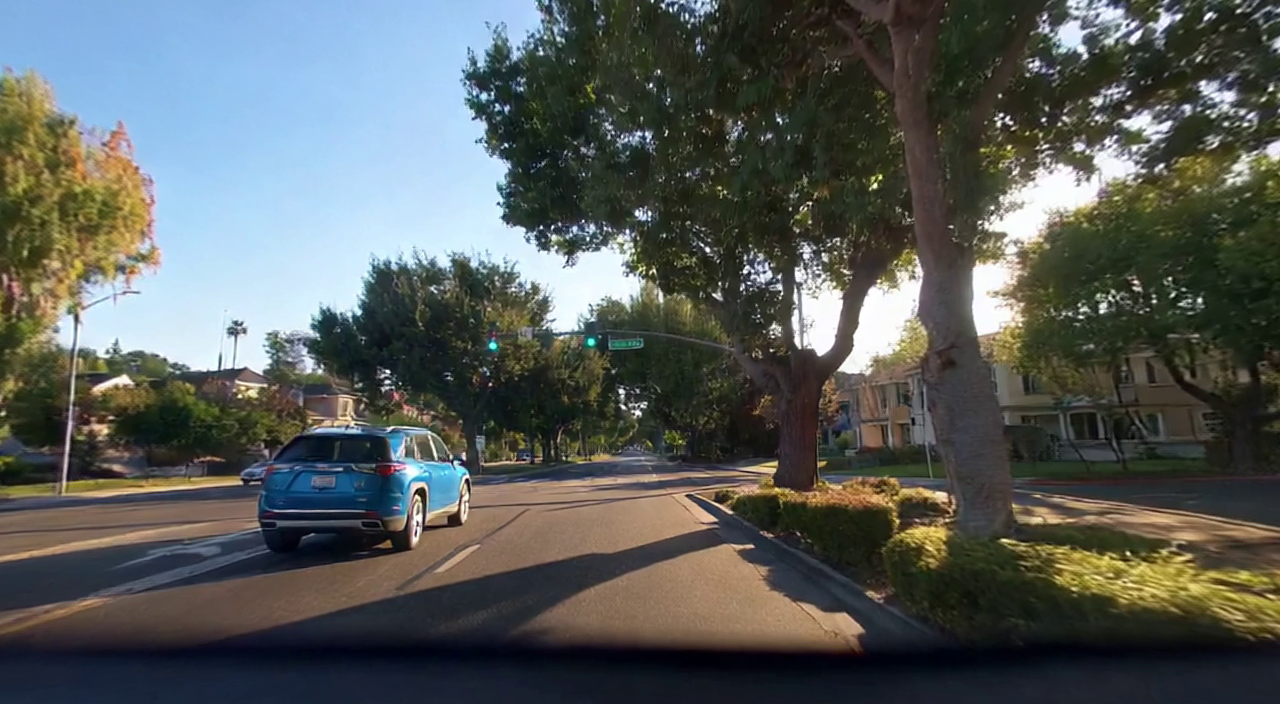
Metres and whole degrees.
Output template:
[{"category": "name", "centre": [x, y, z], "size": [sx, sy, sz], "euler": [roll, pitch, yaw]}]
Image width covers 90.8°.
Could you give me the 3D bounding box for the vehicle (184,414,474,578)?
[{"category": "vehicle", "centre": [-3.900, 1.855, 8.970], "size": [1.993, 1.733, 4.262], "euler": [0, -8, -1]}]
